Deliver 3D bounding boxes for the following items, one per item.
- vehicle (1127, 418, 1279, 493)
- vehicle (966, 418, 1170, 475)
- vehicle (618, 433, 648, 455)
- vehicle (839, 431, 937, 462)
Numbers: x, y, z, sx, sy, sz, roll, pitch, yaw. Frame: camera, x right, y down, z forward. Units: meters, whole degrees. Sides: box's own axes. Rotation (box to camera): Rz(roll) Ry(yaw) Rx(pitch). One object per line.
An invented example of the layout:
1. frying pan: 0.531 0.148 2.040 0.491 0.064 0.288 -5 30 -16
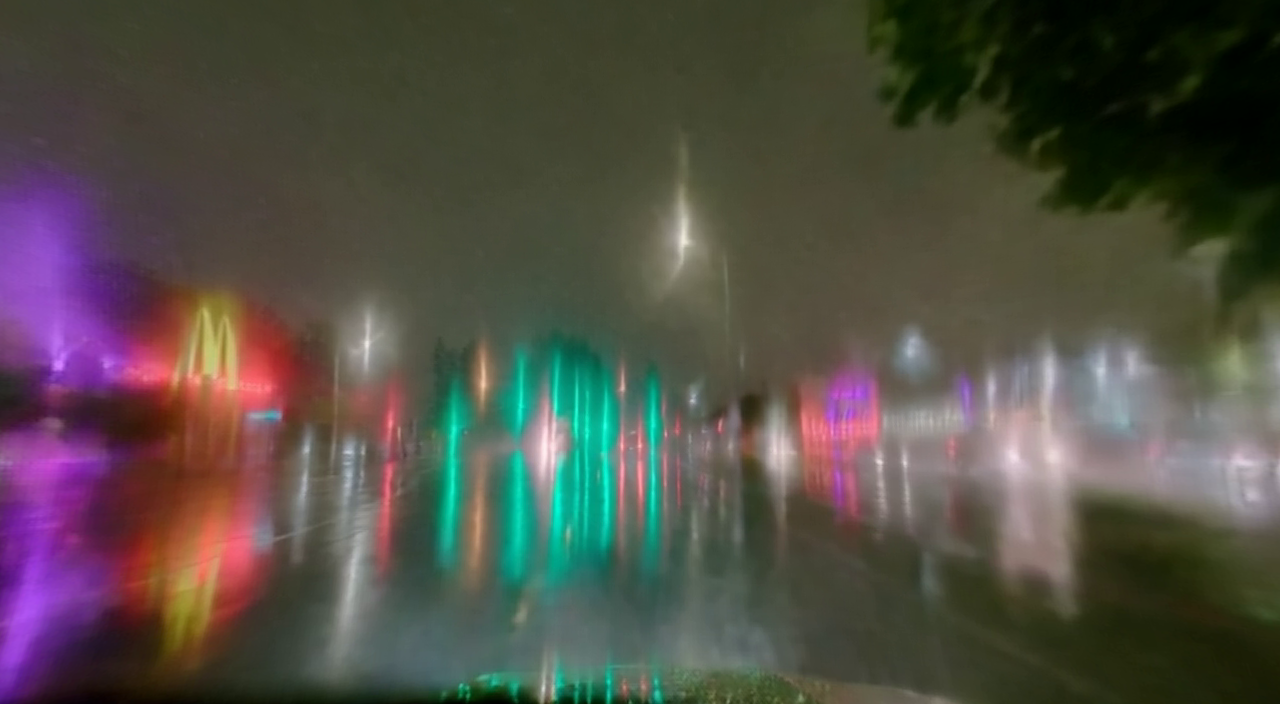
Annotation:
1. vehicle: 13.964 2.313 14.339 4.228 1.548 1.881 0 -8 -1
2. vehicle: 13.258 2.956 19.837 4.769 1.636 2.281 0 -8 -2
3. vehicle: -0.582 7.196 49.558 2.230 1.683 4.204 0 -8 -2
4. vehicle: 13.191 5.027 33.766 4.395 1.497 1.975 -1 -7 -1
